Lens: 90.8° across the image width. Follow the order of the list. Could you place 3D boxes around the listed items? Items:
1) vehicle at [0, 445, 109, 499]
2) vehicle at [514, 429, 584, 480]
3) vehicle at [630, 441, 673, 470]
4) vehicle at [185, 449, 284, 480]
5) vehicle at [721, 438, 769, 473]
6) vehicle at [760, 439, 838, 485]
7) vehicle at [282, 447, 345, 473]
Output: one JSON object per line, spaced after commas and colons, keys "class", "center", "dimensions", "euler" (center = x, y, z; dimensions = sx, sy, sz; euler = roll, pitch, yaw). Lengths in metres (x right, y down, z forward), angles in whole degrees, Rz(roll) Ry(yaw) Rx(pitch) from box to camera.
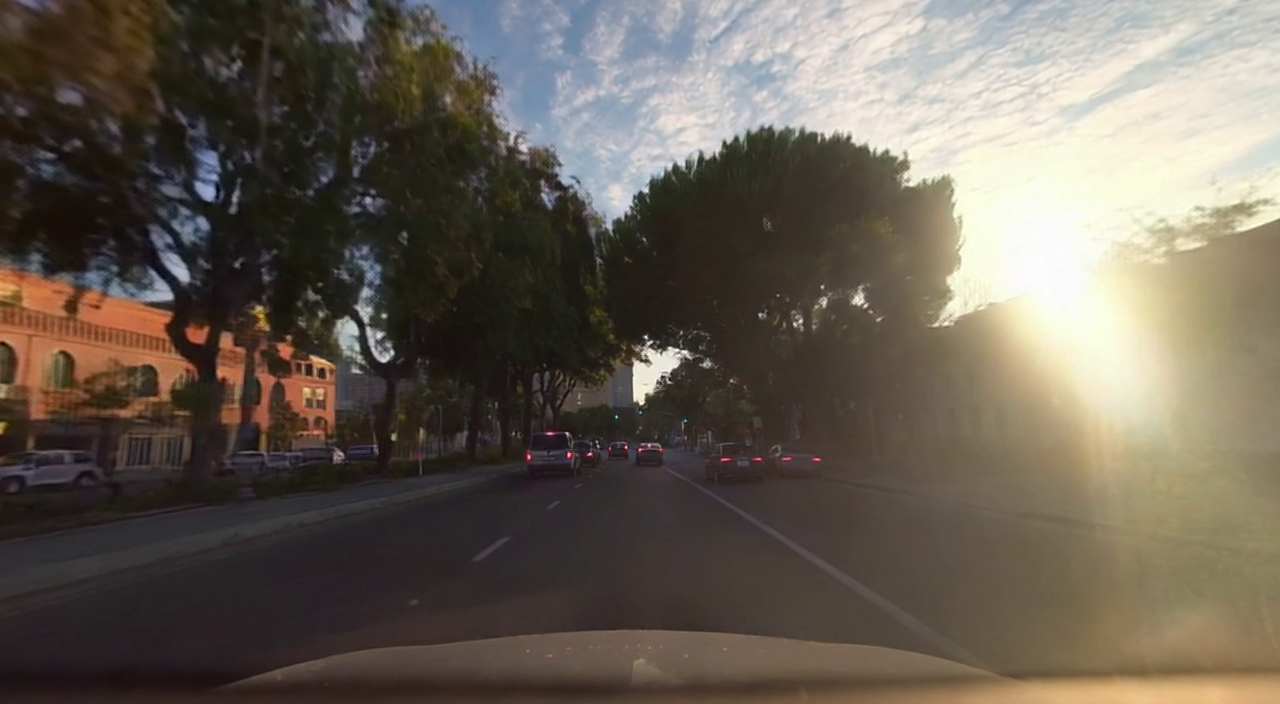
{"class": "vehicle", "center": [-22.116, 4.251, 22.738], "dimensions": [1.996, 1.767, 4.613], "euler": [0, -9, -1]}
{"class": "vehicle", "center": [-3.736, 4.329, 26.876], "dimensions": [2.223, 1.957, 4.845], "euler": [0, -9, 0]}
{"class": "vehicle", "center": [0.609, 6.055, 37.190], "dimensions": [2.201, 1.589, 3.843], "euler": [0, -9, -4]}
{"class": "vehicle", "center": [-22.260, 6.188, 34.989], "dimensions": [2.111, 1.554, 5.163], "euler": [0, -9, -1]}
{"class": "vehicle", "center": [6.151, 6.123, 37.560], "dimensions": [1.997, 1.943, 4.409], "euler": [0, -9, -1]}
{"class": "vehicle", "center": [6.464, 4.503, 26.189], "dimensions": [2.164, 1.727, 3.955], "euler": [0, -9, 0]}
{"class": "vehicle", "center": [-22.545, 7.456, 43.837], "dimensions": [1.910, 1.632, 4.624], "euler": [0, -9, 0]}
